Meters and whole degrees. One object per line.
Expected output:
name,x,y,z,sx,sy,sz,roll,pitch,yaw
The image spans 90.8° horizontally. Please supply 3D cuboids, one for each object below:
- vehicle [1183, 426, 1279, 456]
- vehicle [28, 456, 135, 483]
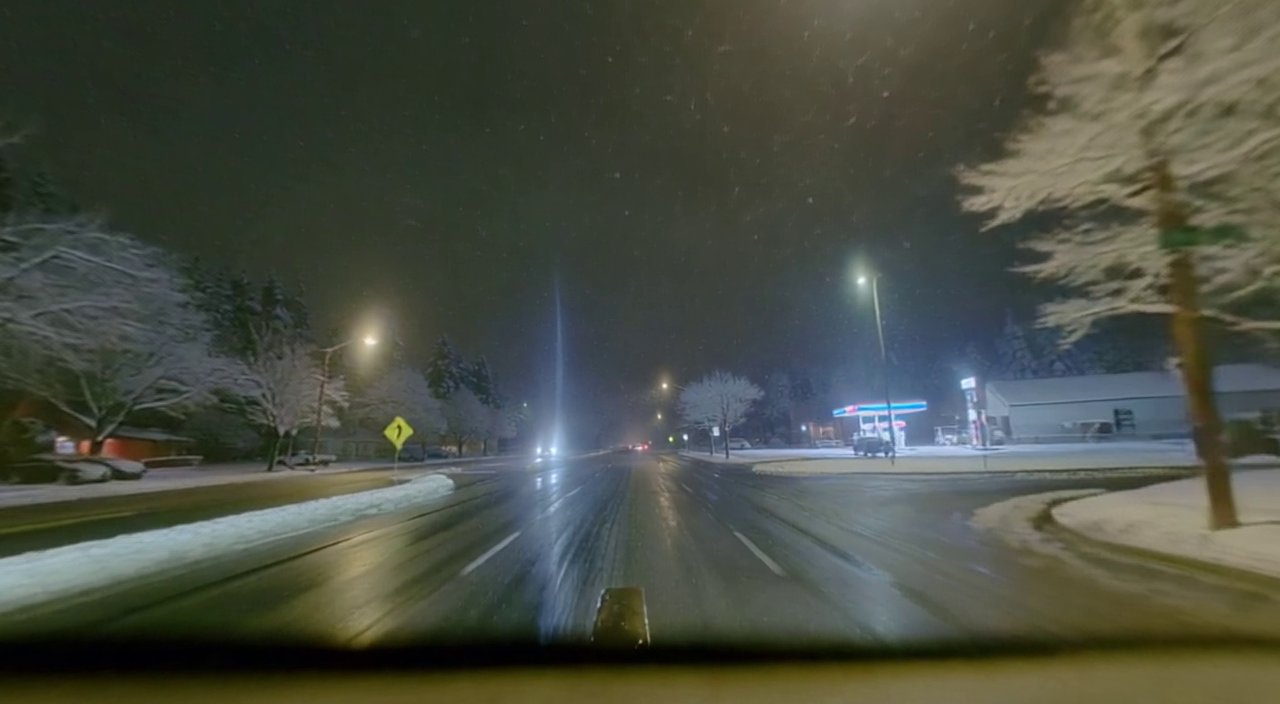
vehicle,31.202,4.586,32.542,4.549,1.476,1.952,-1,-8,2
vehicle,-31.272,6.563,35.460,4.287,1.432,1.794,0,-8,0
